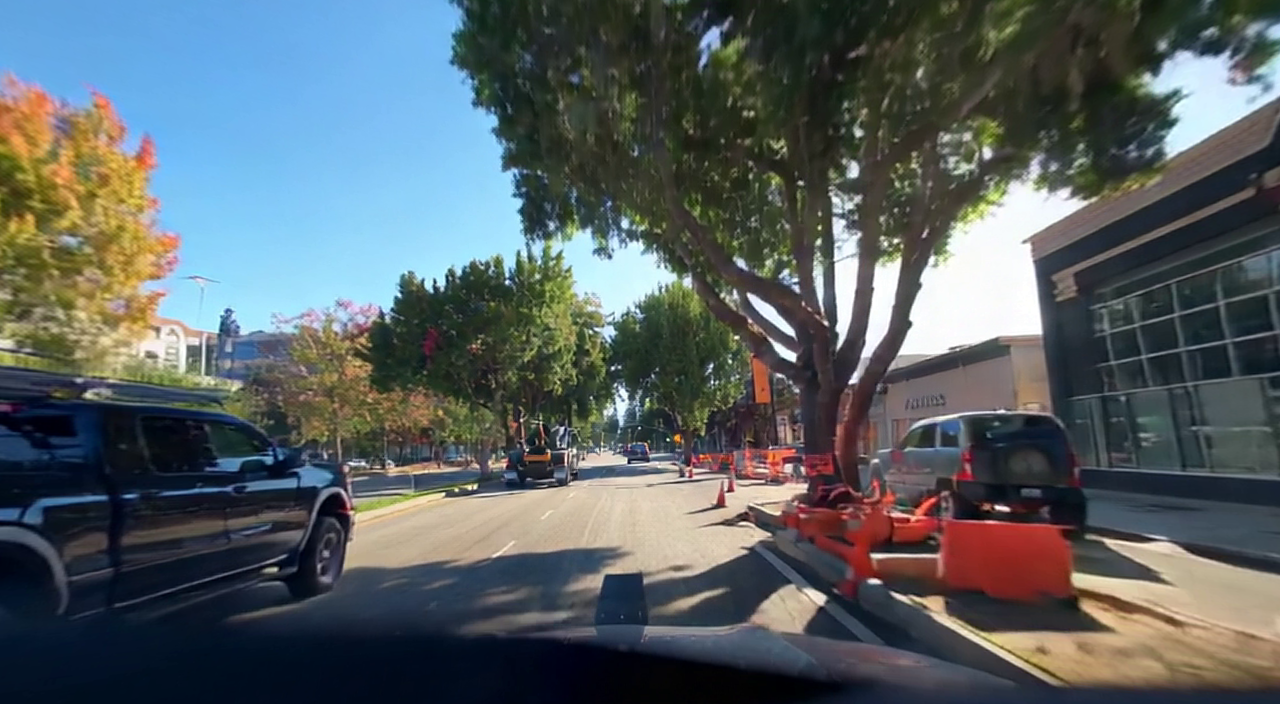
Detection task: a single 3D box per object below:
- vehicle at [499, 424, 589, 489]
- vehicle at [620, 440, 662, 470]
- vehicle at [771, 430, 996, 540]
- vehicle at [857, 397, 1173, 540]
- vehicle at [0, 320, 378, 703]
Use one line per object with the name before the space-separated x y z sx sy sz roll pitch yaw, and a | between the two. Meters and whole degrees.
vehicle | -3.309 3.779 23.174 2.424 2.063 5.678 0 -8 0
vehicle | -0.005 6.438 39.744 2.413 1.748 4.406 0 -8 -2
vehicle | 4.085 2.295 11.622 2.082 1.601 4.451 0 -9 -4
vehicle | 6.673 2.183 12.446 2.921 2.166 5.422 0 -8 1
vehicle | -3.603 0.955 3.571 2.327 1.775 4.430 0 -8 0
